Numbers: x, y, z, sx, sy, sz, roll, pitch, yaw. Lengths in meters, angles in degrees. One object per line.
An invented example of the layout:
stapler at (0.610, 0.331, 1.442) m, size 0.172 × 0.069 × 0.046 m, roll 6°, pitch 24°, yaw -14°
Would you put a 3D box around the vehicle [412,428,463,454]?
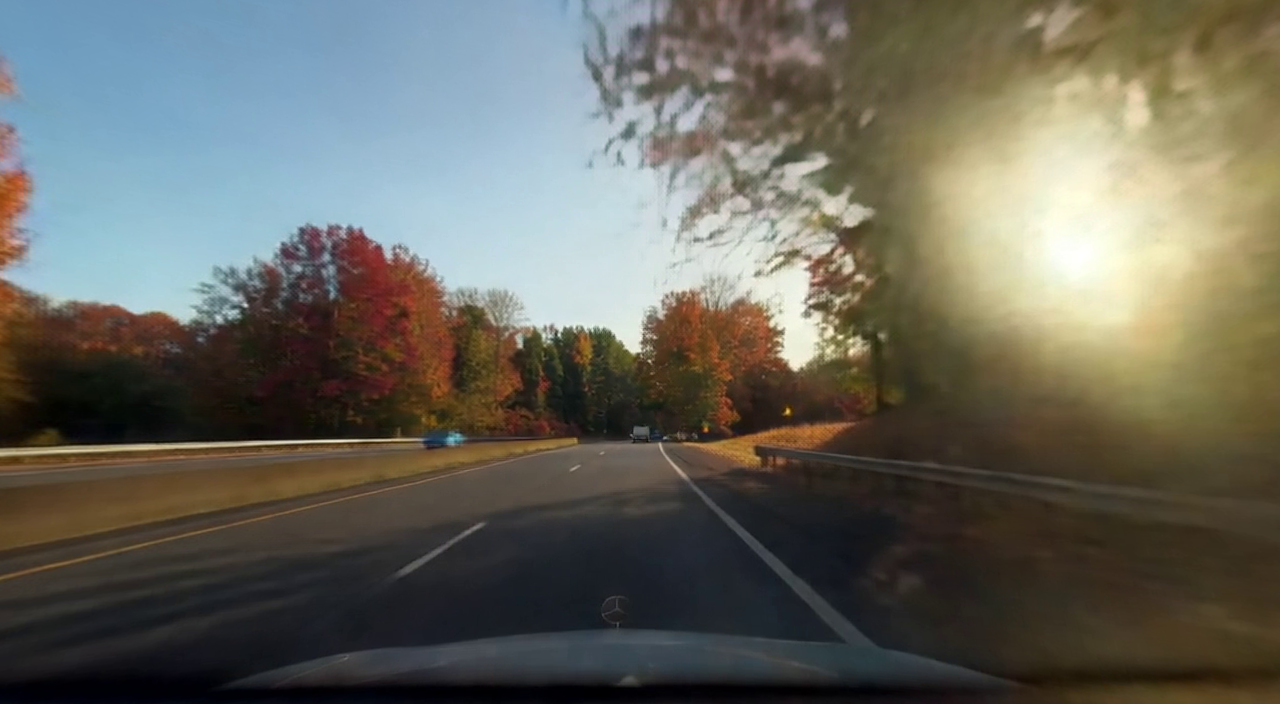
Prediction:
vehicle at (-14.514, 6.398, 45.333) m, size 1.987 × 1.808 × 4.699 m, roll 0°, pitch -8°, yaw 2°
